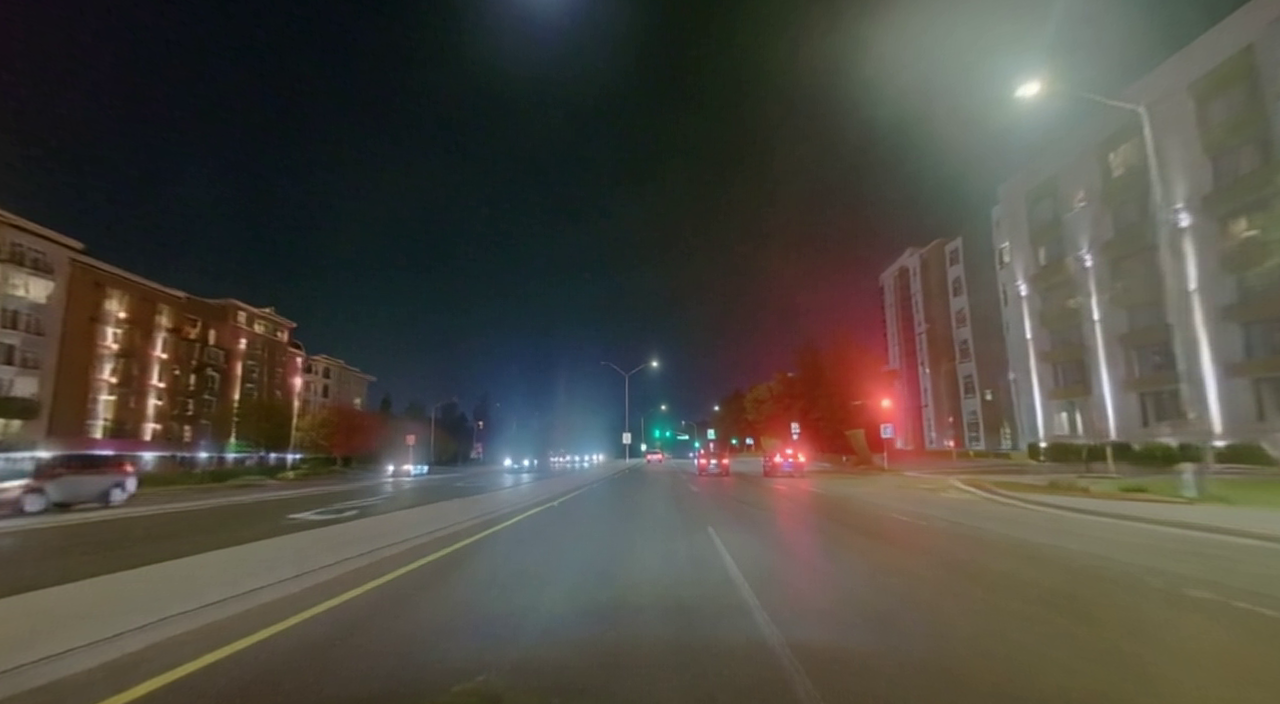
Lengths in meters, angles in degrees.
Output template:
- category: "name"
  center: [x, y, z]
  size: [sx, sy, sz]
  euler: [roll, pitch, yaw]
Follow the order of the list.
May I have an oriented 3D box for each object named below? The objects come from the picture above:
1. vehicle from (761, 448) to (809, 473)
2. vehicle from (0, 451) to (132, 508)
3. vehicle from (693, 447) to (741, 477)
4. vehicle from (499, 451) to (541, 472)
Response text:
- category: "vehicle"
  center: [8.766, 6.577, 38.500]
  size: [1.932, 1.439, 4.159]
  euler: [0, -9, 0]
- category: "vehicle"
  center: [-21.648, 4.502, 22.900]
  size: [2.141, 1.809, 5.002]
  euler: [-1, -9, 3]
- category: "vehicle"
  center: [4.097, 5.898, 34.215]
  size: [2.020, 1.479, 4.650]
  euler: [0, -9, 0]
- category: "vehicle"
  center: [-8.944, 8.210, 47.562]
  size: [2.012, 1.520, 4.645]
  euler: [-1, -9, 3]
